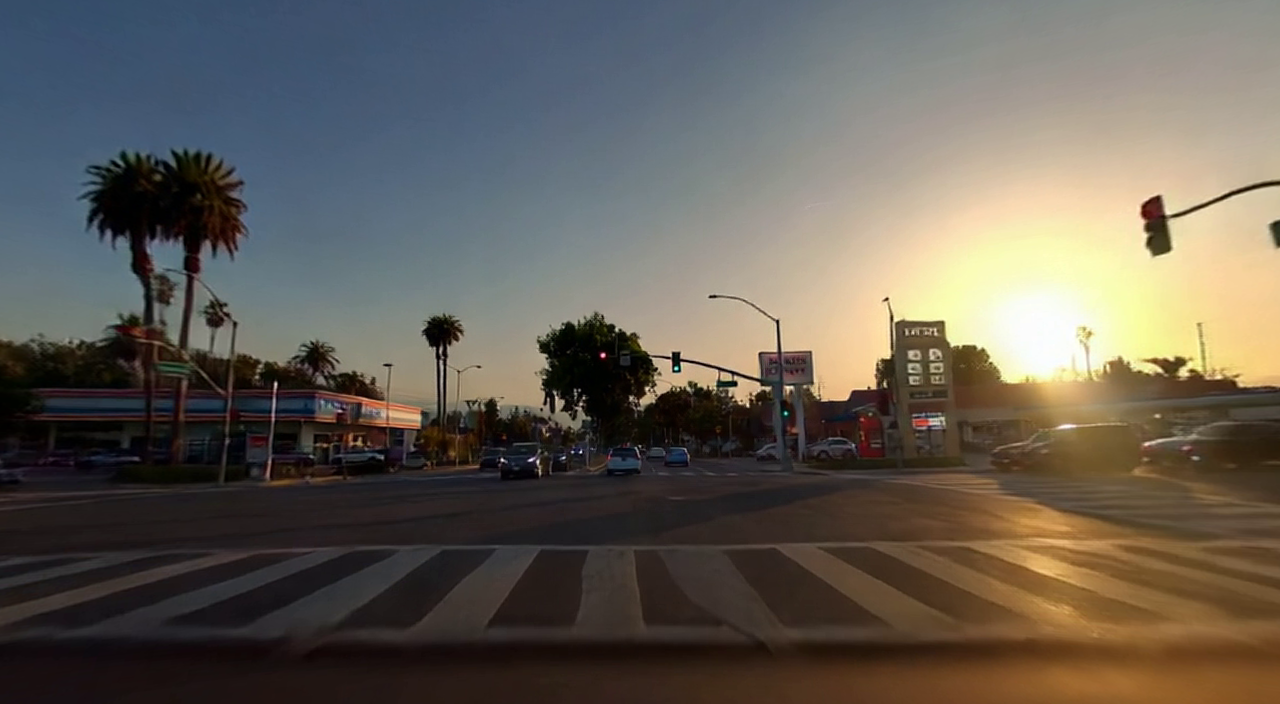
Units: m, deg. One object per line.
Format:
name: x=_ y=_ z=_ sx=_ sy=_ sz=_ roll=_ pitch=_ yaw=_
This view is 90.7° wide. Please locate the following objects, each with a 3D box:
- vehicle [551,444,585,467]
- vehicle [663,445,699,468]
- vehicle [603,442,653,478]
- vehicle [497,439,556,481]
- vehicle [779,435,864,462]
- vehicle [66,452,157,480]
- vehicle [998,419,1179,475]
vehicle: x=-5.367 y=7.762 z=47.675 sx=2.060 sy=1.643 sz=4.359 roll=-1 pitch=-9 yaw=1
vehicle: x=2.803 y=7.268 z=44.222 sx=2.060 sy=1.471 sz=4.168 roll=0 pitch=-9 yaw=-2
vehicle: x=-0.567 y=4.995 z=29.522 sx=2.160 sy=1.508 sz=4.319 roll=0 pitch=-9 yaw=-1
vehicle: x=-5.297 y=5.041 z=30.008 sx=2.032 sy=1.747 sz=4.479 roll=-2 pitch=-8 yaw=-1
vehicle: x=13.478 y=7.230 z=47.236 sx=5.718 sy=1.911 sz=2.088 roll=0 pitch=-9 yaw=-2
vehicle: x=-33.867 y=7.285 z=40.745 sx=1.913 sy=1.638 sz=4.553 roll=0 pitch=-9 yaw=0
vehicle: x=17.072 y=3.646 z=24.341 sx=5.173 sy=1.976 sz=2.223 roll=0 pitch=-9 yaw=0
